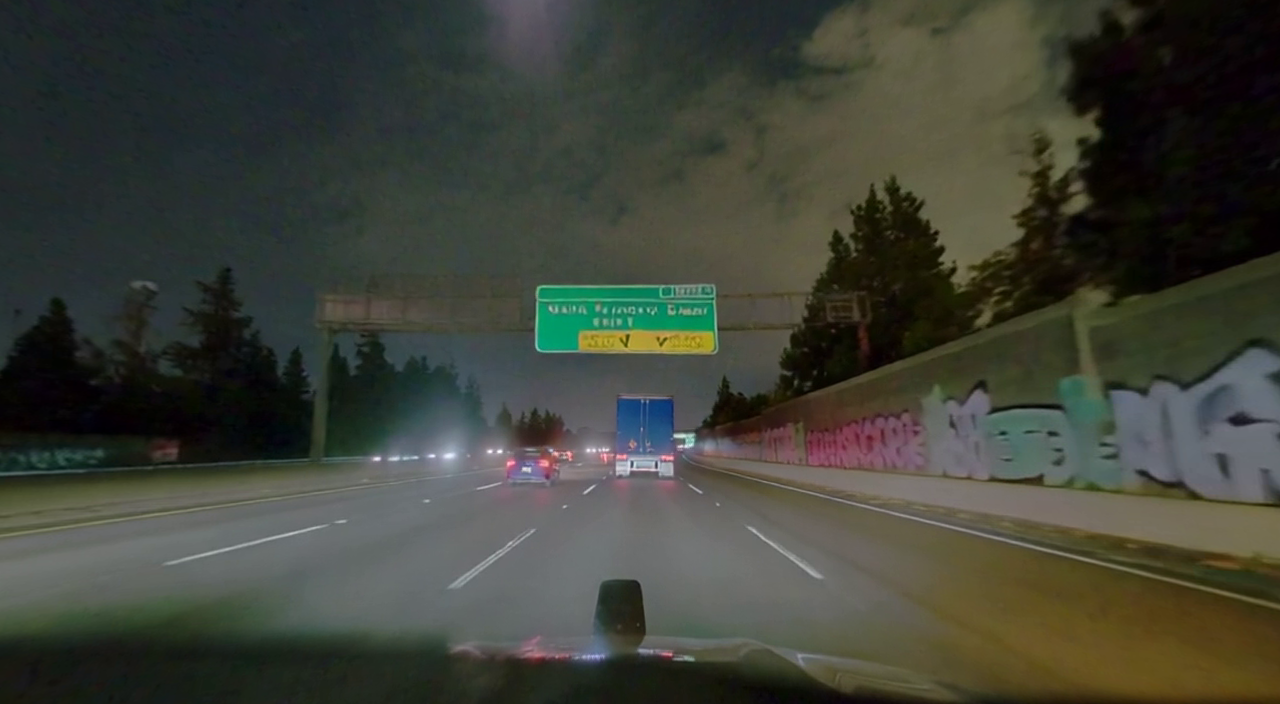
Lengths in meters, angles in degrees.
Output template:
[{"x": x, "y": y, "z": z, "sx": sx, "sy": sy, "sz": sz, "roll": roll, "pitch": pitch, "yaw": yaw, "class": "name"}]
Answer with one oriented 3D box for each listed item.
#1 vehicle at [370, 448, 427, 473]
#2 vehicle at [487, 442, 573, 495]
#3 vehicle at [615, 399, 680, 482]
[{"x": -14.577, "y": 6.572, "z": 38.258, "sx": 1.785, "sy": 1.439, "sz": 4.008, "roll": 0, "pitch": -9, "yaw": 0, "class": "vehicle"}, {"x": -3.464, "y": 3.760, "z": 20.634, "sx": 2.020, "sy": 1.505, "sz": 4.171, "roll": 0, "pitch": -9, "yaw": 1, "class": "vehicle"}, {"x": 0.219, "y": 4.703, "z": 33.107, "sx": 2.915, "sy": 3.661, "sz": 9.741, "roll": 0, "pitch": -9, "yaw": -1, "class": "vehicle"}]
